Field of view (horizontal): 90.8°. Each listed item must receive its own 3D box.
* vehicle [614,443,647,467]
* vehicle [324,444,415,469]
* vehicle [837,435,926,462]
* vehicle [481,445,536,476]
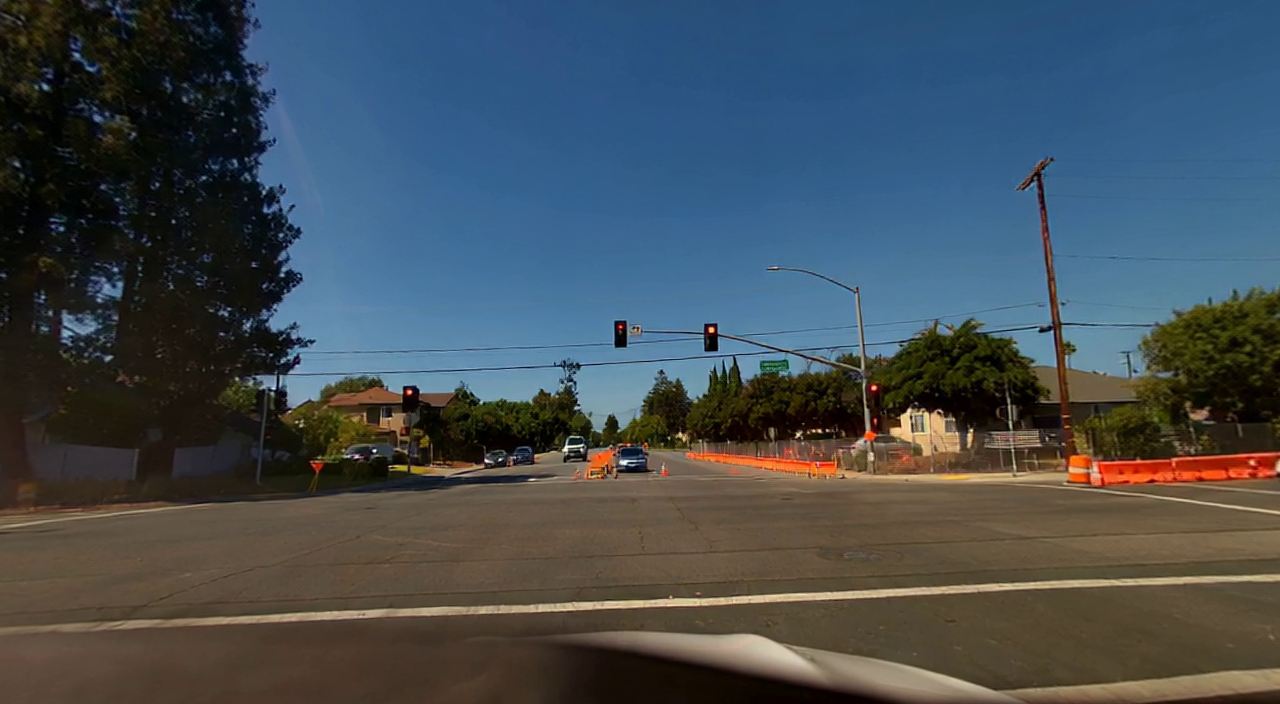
[{"bbox_3d":[-0.623,6.797,41.792,2.105,1.457,4.173,0,-8,-1],"label":"vehicle"},{"bbox_3d":[-16.448,6.372,38.581,4.713,1.409,1.918,0,-8,-2],"label":"vehicle"},{"bbox_3d":[15.331,6.176,40.324,4.892,1.656,1.856,0,-8,0],"label":"vehicle"},{"bbox_3d":[-6.647,5.532,32.375,1.881,1.452,4.121,0,-8,0],"label":"vehicle"}]
